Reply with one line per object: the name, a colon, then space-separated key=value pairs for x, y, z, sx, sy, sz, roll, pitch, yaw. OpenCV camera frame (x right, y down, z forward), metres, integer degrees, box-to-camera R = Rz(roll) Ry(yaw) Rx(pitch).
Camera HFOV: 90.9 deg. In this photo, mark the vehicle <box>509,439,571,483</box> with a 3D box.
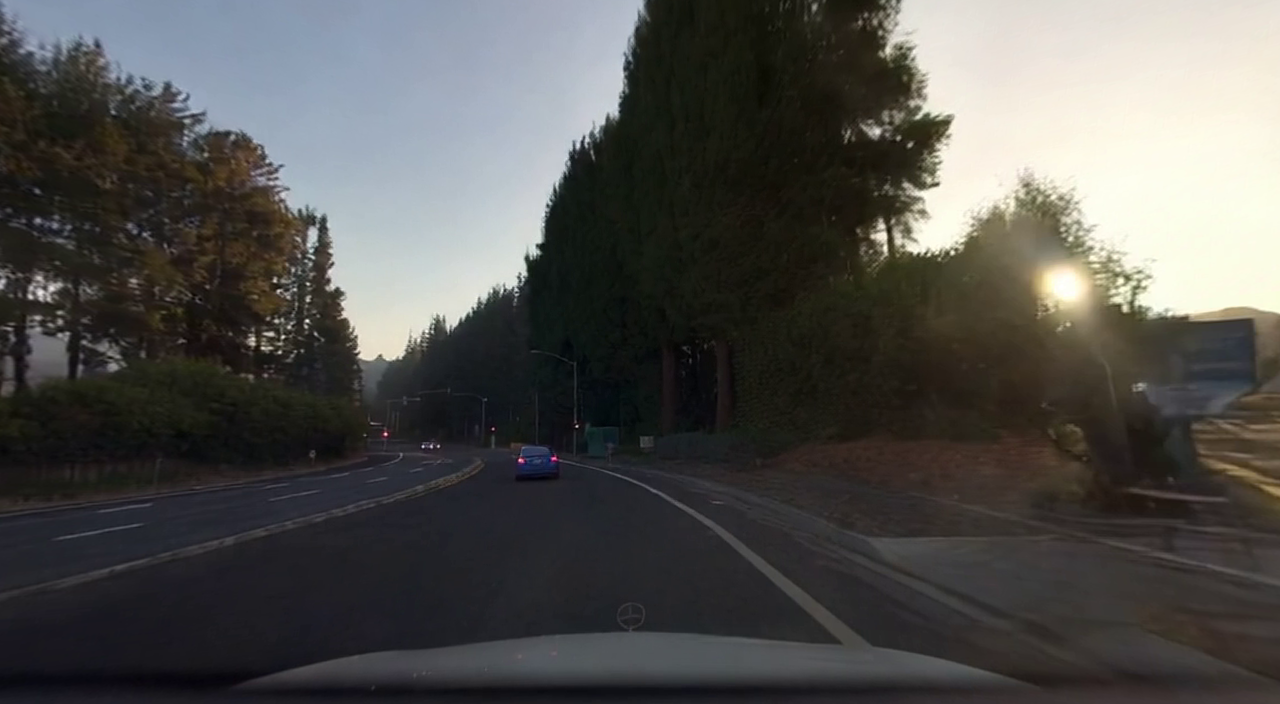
vehicle: x=-3.899 y=4.161 z=24.486 sx=2.148 sy=1.521 sz=4.089 roll=1 pitch=-8 yaw=-10
